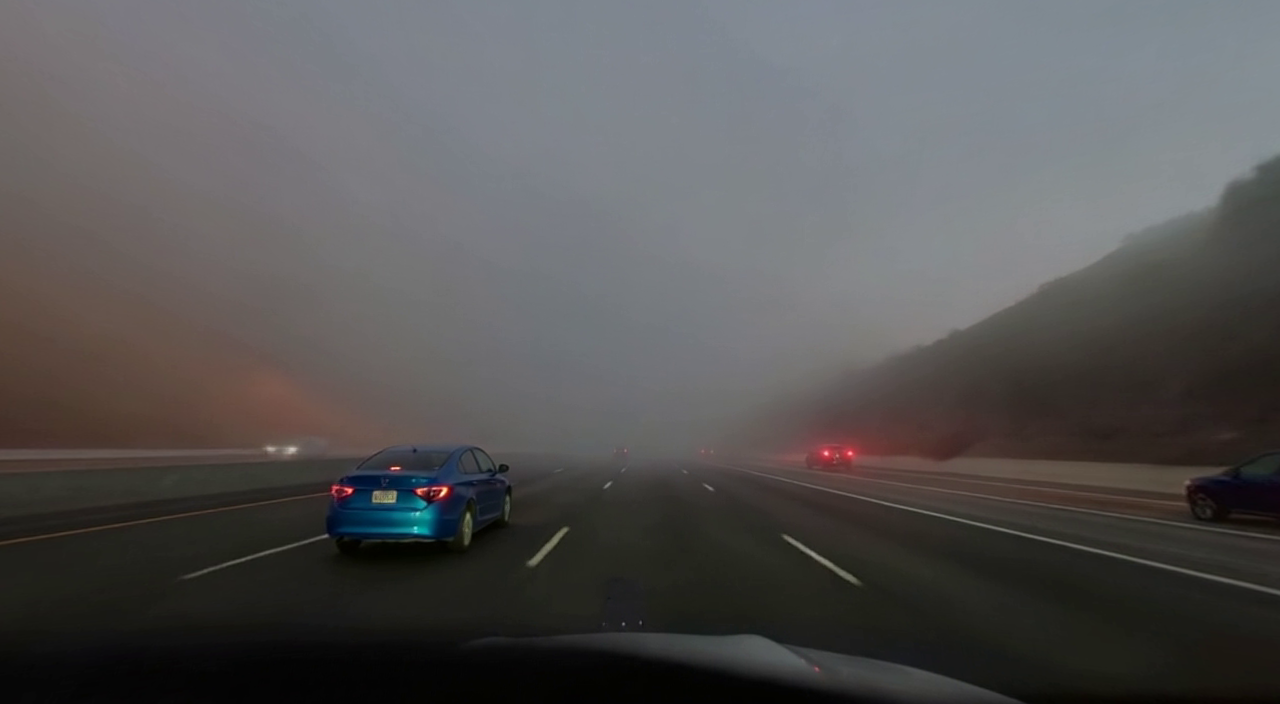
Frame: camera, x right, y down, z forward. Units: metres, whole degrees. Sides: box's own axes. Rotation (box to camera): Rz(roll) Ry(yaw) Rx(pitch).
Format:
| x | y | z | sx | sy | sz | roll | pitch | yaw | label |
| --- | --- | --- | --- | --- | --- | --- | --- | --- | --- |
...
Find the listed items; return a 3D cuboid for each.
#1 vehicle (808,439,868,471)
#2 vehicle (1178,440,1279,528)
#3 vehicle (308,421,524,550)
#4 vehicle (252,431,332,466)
| x | y | z | sx | sy | sz | roll | pitch | yaw | label |
| --- | --- | --- | --- | --- | --- | --- | --- | --- | --- |
| 11.726 | 6.118 | 37.504 | 2.062 | 1.736 | 4.589 | 0 | -9 | 0 | vehicle |
| 11.536 | 2.106 | 9.896 | 1.982 | 1.443 | 4.635 | 0 | -9 | 0 | vehicle |
| -3.209 | 1.988 | 9.977 | 1.967 | 1.615 | 3.886 | 0 | -9 | 0 | vehicle |
| -24.765 | 6.899 | 44.993 | 2.195 | 2.267 | 5.801 | 0 | -9 | 1 | vehicle |
